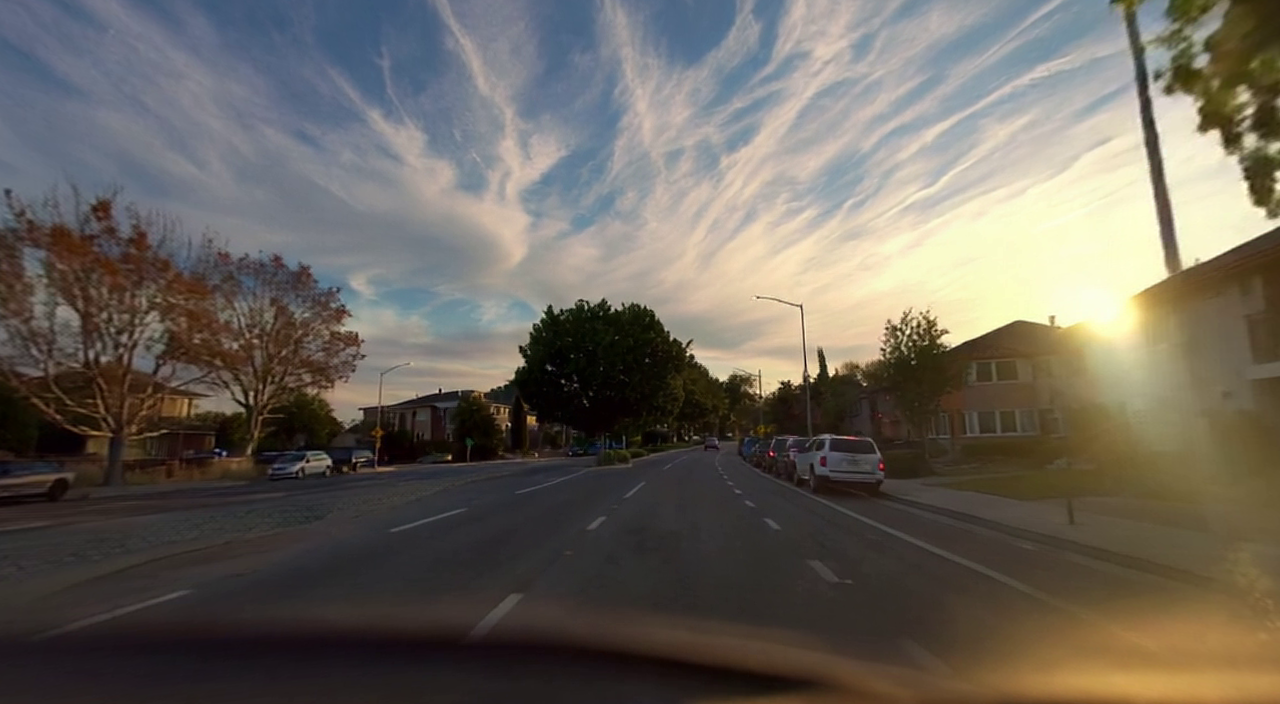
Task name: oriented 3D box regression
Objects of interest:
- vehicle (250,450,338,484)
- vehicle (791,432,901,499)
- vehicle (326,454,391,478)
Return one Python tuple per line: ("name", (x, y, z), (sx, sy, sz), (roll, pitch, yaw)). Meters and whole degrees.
("vehicle", (-20.690, 6.850, 37.971), (2.060, 1.814, 5.097), (-1, -8, 5))
("vehicle", (5.631, 3.137, 17.832), (2.011, 1.649, 4.001), (-1, -8, 4))
("vehicle", (-19.672, 7.962, 44.301), (1.909, 1.451, 4.757), (-1, -8, 7))
